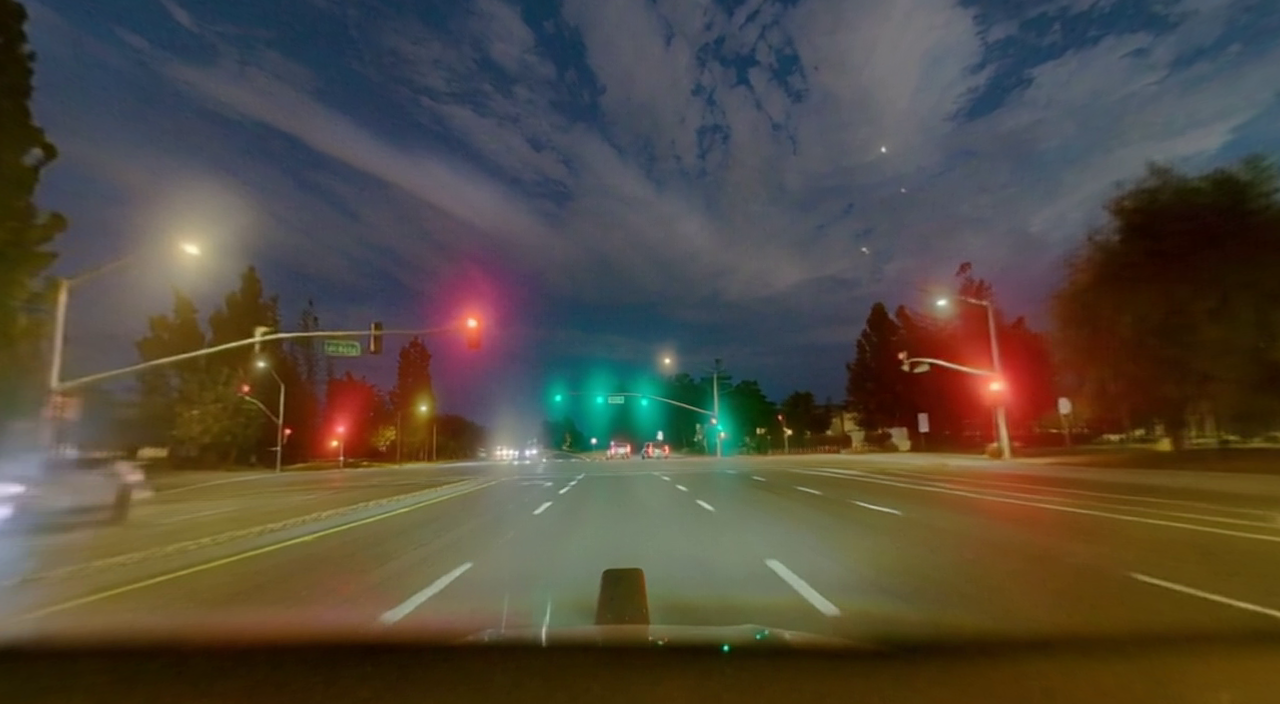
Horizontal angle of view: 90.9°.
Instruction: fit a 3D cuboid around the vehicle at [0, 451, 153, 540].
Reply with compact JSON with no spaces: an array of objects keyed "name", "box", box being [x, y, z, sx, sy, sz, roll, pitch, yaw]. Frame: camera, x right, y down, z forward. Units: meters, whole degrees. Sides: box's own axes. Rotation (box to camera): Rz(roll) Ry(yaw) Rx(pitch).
[{"name":"vehicle","box":[-13.133,3.020,13.533,2.017,1.611,4.403,-3,-8,-3]}]
